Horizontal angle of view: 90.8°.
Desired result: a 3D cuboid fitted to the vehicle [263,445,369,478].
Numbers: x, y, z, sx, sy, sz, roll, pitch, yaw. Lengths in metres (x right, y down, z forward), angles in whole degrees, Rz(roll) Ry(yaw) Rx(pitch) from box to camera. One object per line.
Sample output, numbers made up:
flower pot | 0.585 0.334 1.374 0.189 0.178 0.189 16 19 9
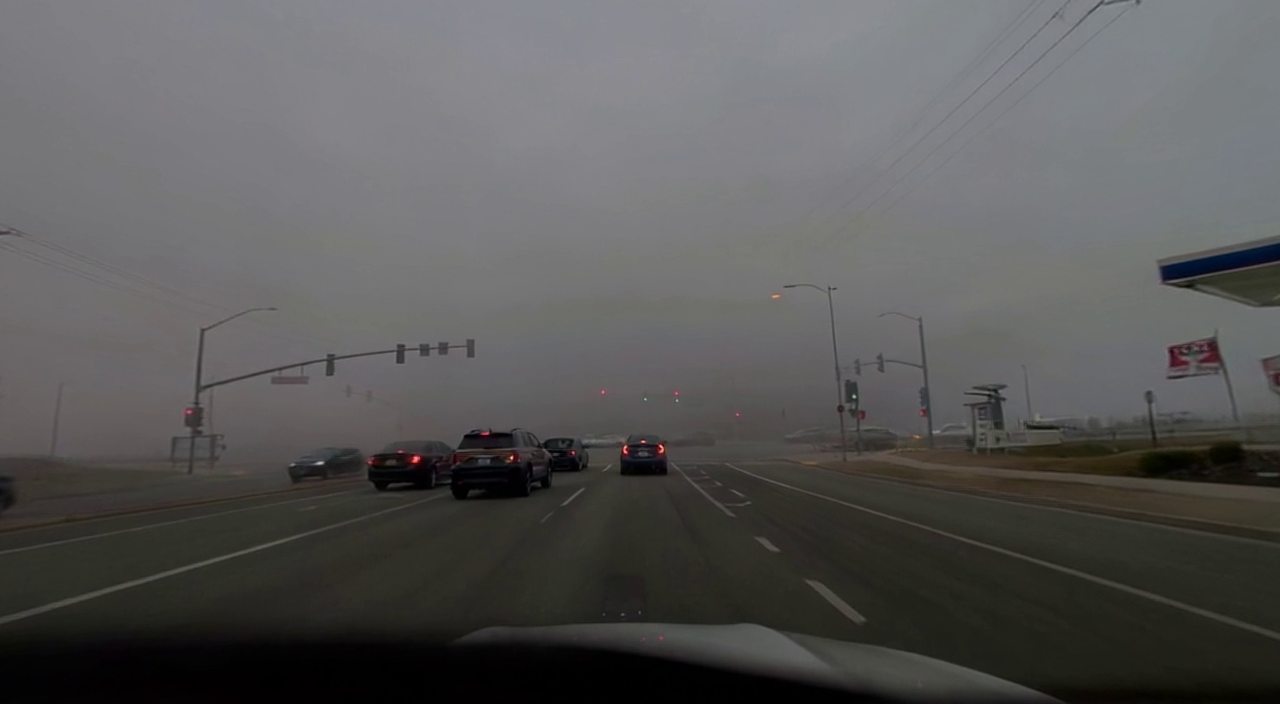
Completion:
vehicle | -17.176 5.818 33.966 2.299 1.616 5.765 -1 -9 5

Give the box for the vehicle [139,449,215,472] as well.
vehicle | -36.296 8.517 49.612 4.661 1.456 1.817 -3 -7 2

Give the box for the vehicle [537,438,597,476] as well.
vehicle | -2.929 4.318 26.147 1.881 1.424 4.098 0 -9 2

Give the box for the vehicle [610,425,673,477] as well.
vehicle | 0.089 3.872 24.877 2.224 1.819 5.005 0 -8 1

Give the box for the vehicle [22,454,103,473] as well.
vehicle | -45.636 8.780 49.974 4.577 1.445 1.856 0 -8 2

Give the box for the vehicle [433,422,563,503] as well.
vehicle | -3.310 2.692 15.685 2.096 1.718 4.266 0 -9 2

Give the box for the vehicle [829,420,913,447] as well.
vehicle | 18.189 6.456 49.784 5.782 1.950 2.225 -5 -10 30

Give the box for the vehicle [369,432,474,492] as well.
vehicle | -6.407 3.270 19.005 1.790 1.605 3.696 0 -9 0
